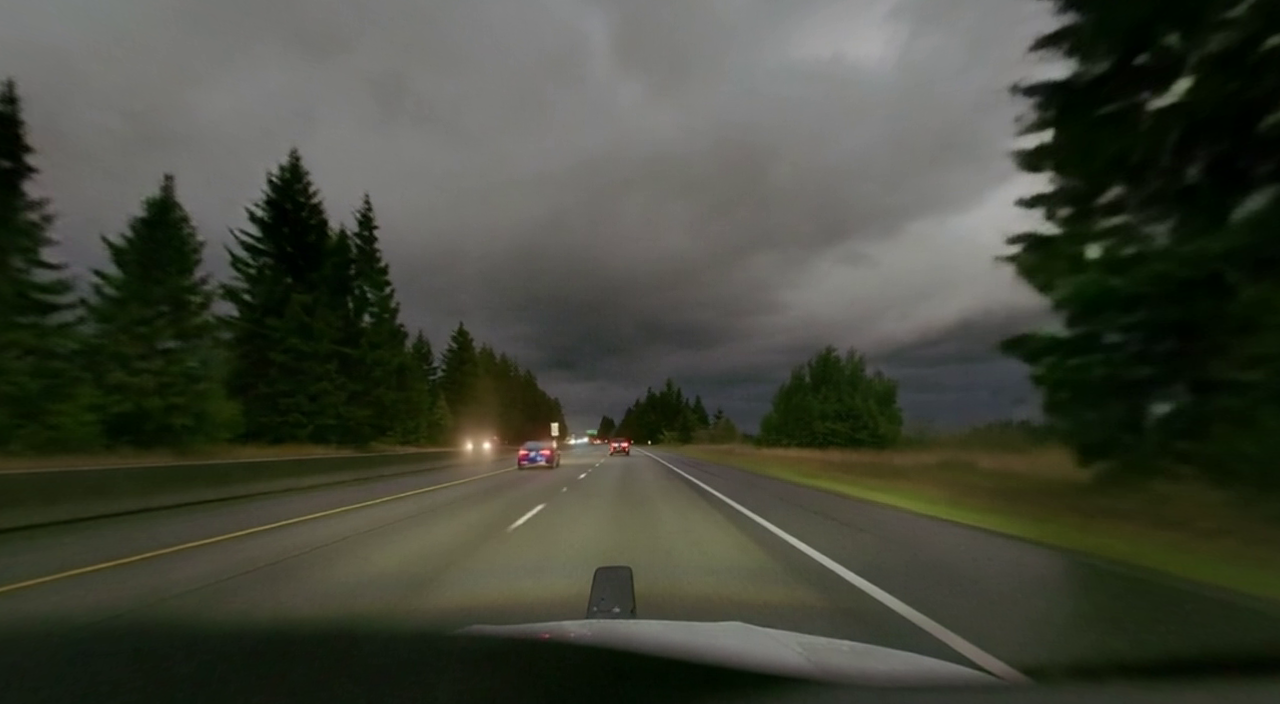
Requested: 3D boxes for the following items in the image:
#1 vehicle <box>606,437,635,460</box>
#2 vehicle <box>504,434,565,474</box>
[{"bbox_3d":[-1.541,7.556,49.445,2.159,1.670,4.395,0,-8,-1],"label":"vehicle"},{"bbox_3d":[-4.772,4.676,29.117,2.111,1.645,4.382,0,-8,-1],"label":"vehicle"}]
